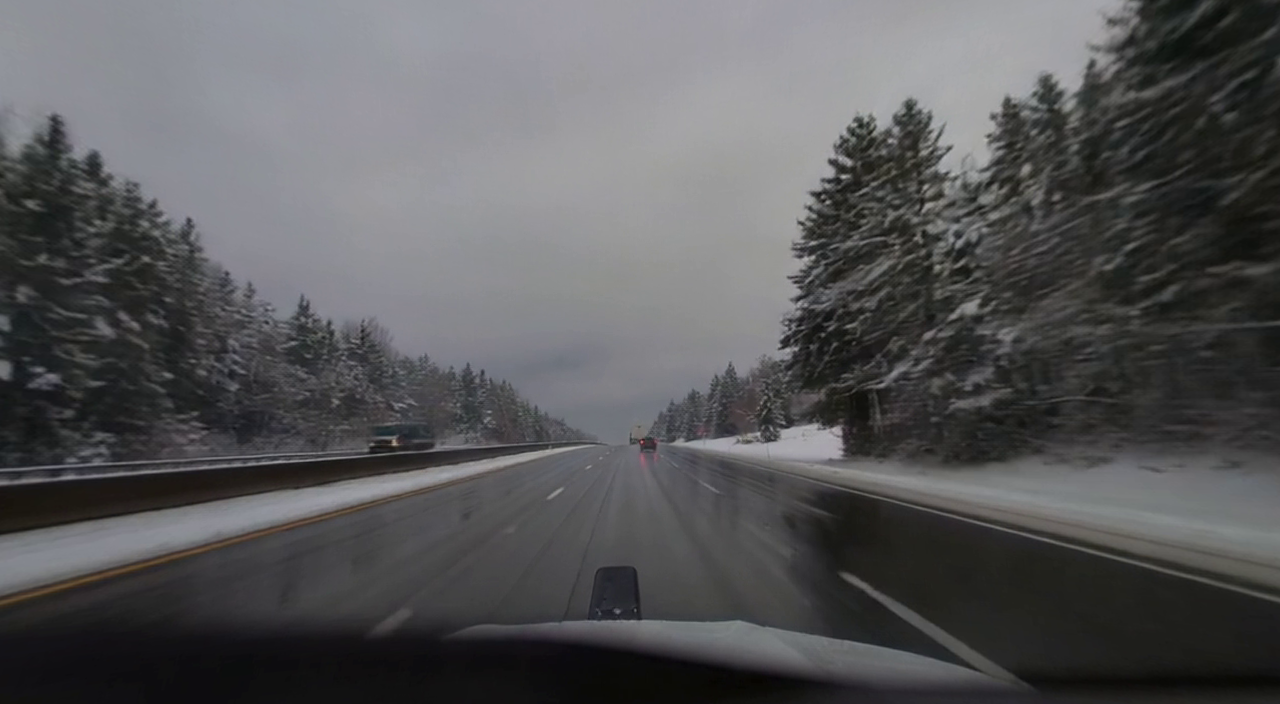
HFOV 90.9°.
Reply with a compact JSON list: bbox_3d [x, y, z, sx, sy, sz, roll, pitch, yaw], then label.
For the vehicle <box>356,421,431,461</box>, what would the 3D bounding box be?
[{"bbox_3d":[-16.904,6.158,43.694,2.461,2.573,6.713,0,-8,0],"label":"vehicle"}]
